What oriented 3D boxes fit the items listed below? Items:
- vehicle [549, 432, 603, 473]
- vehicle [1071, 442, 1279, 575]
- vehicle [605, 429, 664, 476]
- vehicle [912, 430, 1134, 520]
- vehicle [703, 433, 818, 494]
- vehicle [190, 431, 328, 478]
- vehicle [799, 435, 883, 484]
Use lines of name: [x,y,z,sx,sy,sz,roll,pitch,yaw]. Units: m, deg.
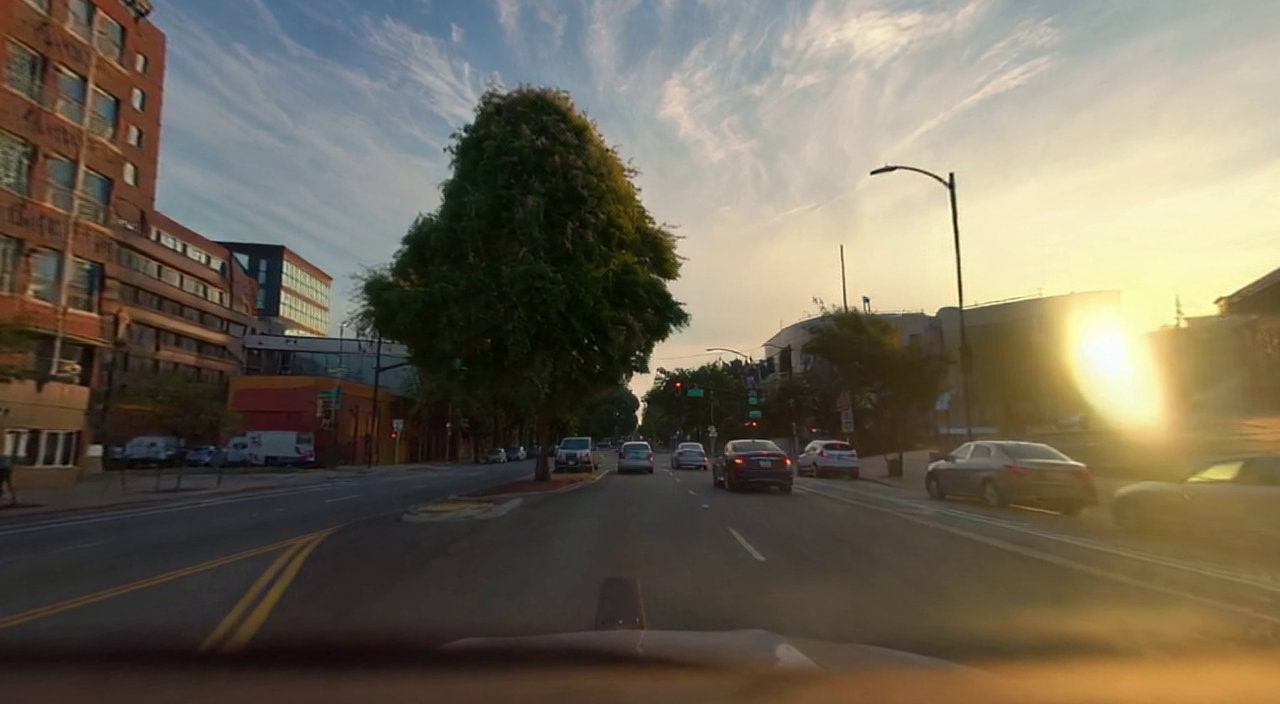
vehicle: [-2.929,4.720,29.870,2.297,1.812,4.244,0,-8,-3]
vehicle: [8.207,1.889,7.980,2.054,1.455,4.786,0,-8,-1]
vehicle: [-0.218,4.305,27.284,2.329,1.842,4.537,0,-8,0]
vehicle: [8.116,2.572,14.060,1.963,1.649,4.562,0,-7,-2]
vehicle: [3.269,3.155,18.324,2.238,1.499,4.964,0,-8,-2]
vehicle: [-23.502,6.325,39.206,6.679,2.794,2.850,0,-9,1]
vehicle: [8.074,4.306,25.846,1.959,1.719,4.538,1,-7,0]
